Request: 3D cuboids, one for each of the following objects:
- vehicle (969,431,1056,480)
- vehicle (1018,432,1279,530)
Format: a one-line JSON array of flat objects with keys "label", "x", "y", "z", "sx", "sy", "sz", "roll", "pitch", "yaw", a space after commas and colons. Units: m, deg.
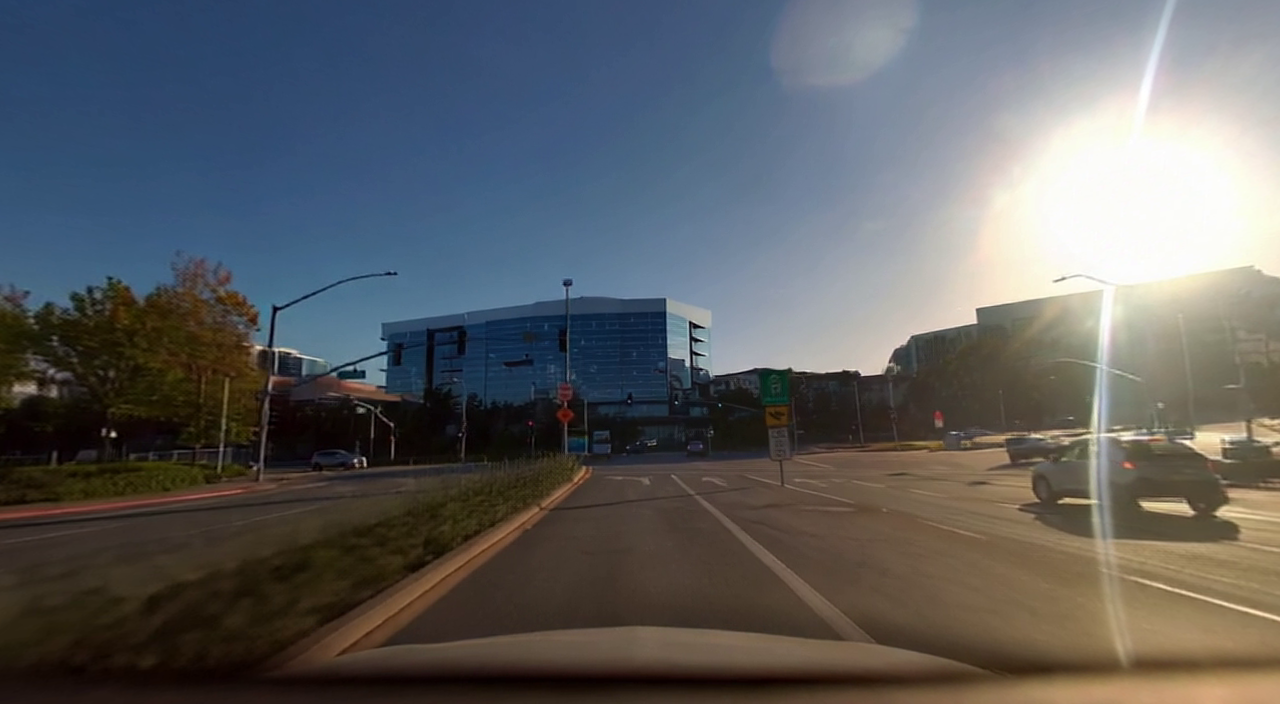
[{"label": "vehicle", "x": 15.332, "y": 4.252, "z": 26.272, "sx": 1.951, "sy": 1.843, "sz": 4.335, "roll": -2, "pitch": -9, "yaw": 16}, {"label": "vehicle", "x": 9.618, "y": 2.331, "z": 12.088, "sx": 1.933, "sy": 1.500, "sz": 4.458, "roll": 0, "pitch": -8, "yaw": -1}]
